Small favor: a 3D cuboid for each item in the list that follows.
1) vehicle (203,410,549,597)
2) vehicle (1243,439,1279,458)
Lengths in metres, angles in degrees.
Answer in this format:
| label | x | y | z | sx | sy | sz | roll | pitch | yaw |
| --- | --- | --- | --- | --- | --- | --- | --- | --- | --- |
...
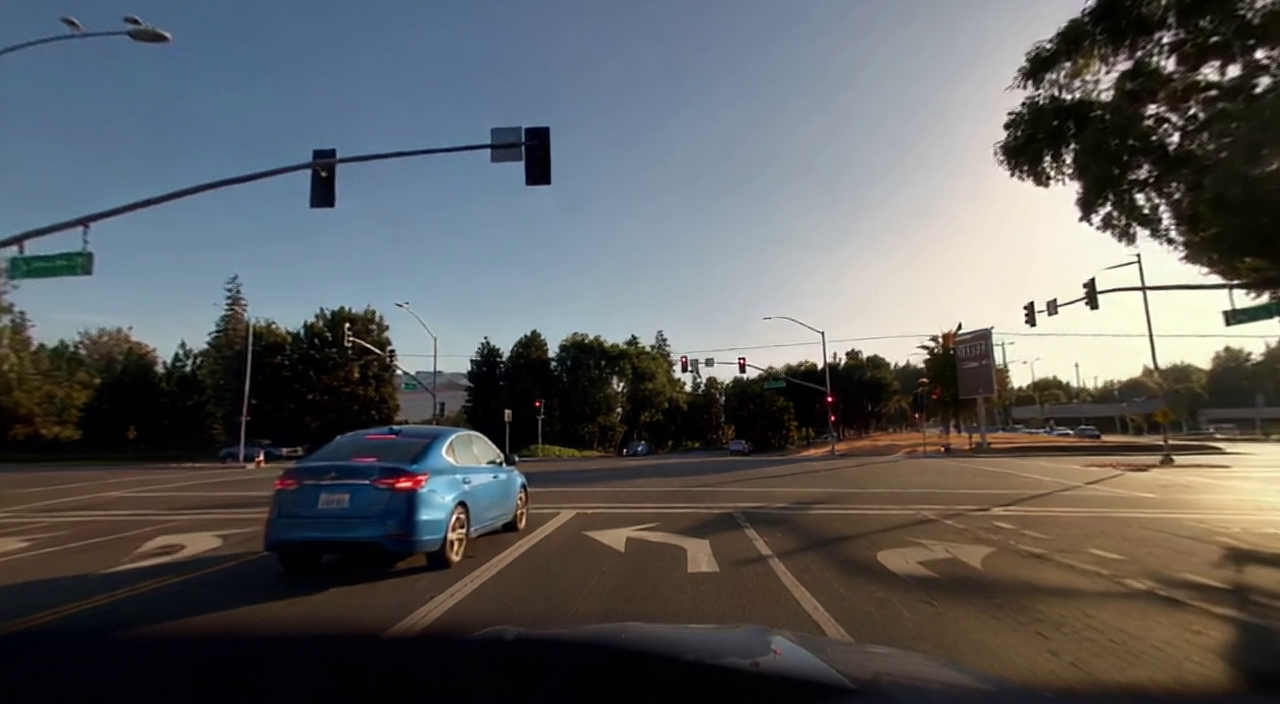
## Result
| label | x | y | z | sx | sy | sz | roll | pitch | yaw |
| --- | --- | --- | --- | --- | --- | --- | --- | --- | --- |
| vehicle | -2.612 | 1.607 | 7.550 | 2.055 | 1.573 | 4.065 | -1 | -9 | 6 |
| vehicle | 49.759 | 7.548 | 49.416 | 1.574 | 1.369 | 3.611 | -1 | -7 | 8 |
